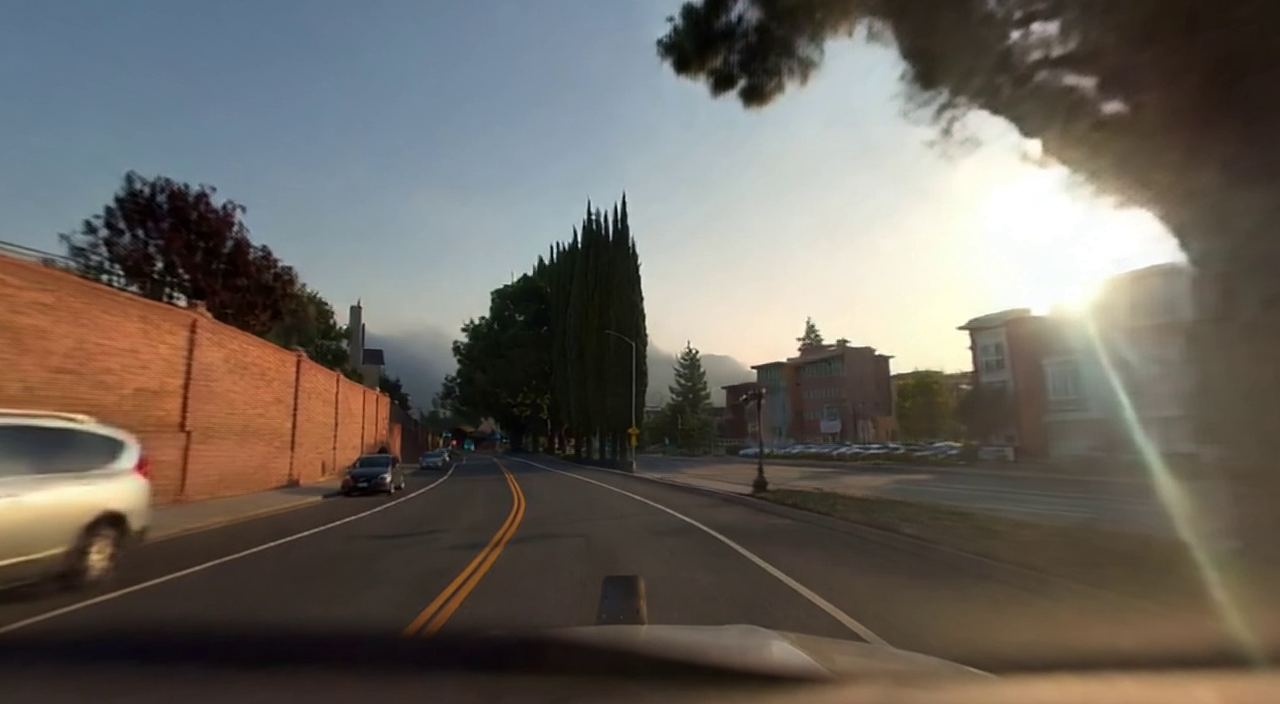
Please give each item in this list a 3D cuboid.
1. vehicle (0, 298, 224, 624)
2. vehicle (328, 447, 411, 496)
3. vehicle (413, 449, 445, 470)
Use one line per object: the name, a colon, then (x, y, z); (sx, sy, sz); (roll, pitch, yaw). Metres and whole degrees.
vehicle: (-6.587, 1.057, 6.003); (2.376, 2.668, 4.883); (-2, -8, -7)
vehicle: (-9.362, 4.133, 22.231); (1.877, 1.507, 4.363); (3, -9, -13)
vehicle: (-16.207, 8.262, 48.720); (1.899, 1.485, 4.593); (4, -9, -14)
